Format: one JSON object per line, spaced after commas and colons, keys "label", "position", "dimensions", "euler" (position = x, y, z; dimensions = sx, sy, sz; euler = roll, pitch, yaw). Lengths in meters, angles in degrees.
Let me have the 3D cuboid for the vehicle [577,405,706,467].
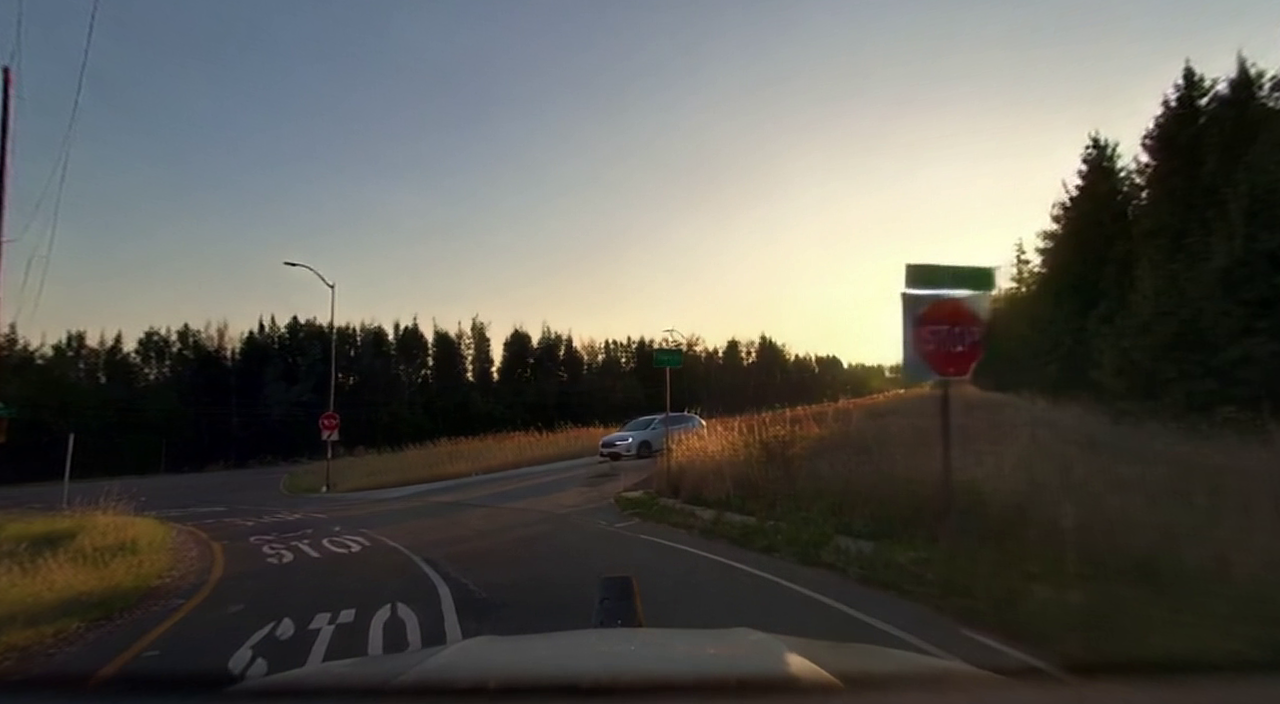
{"label": "vehicle", "position": [0.134, 3.039, 22.902], "dimensions": [4.403, 1.574, 1.914], "euler": [-4, -5, -42]}
